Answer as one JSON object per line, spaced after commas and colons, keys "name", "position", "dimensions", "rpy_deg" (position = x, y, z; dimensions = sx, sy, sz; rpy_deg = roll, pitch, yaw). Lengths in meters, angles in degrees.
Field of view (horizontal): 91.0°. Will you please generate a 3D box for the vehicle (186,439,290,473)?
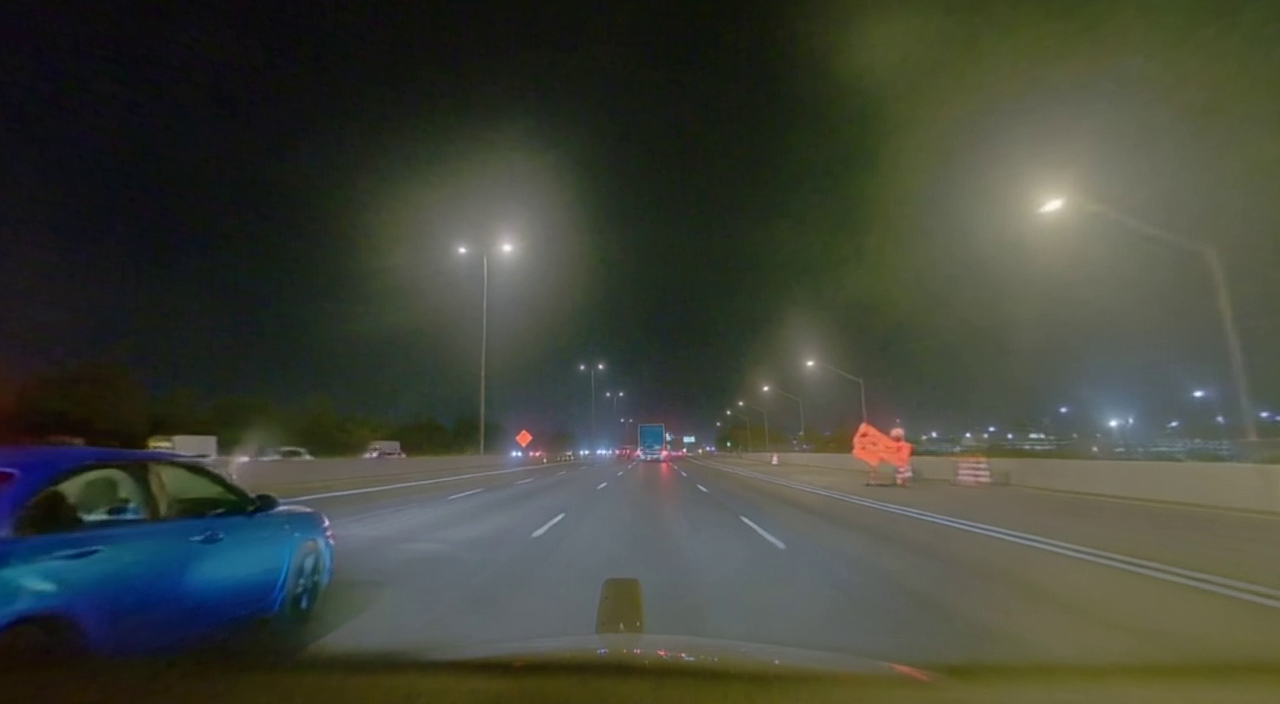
{"name": "vehicle", "position": [-19.866, 5.162, 31.431], "dimensions": [1.931, 1.567, 4.767], "rpy_deg": [0, -9, 2]}
